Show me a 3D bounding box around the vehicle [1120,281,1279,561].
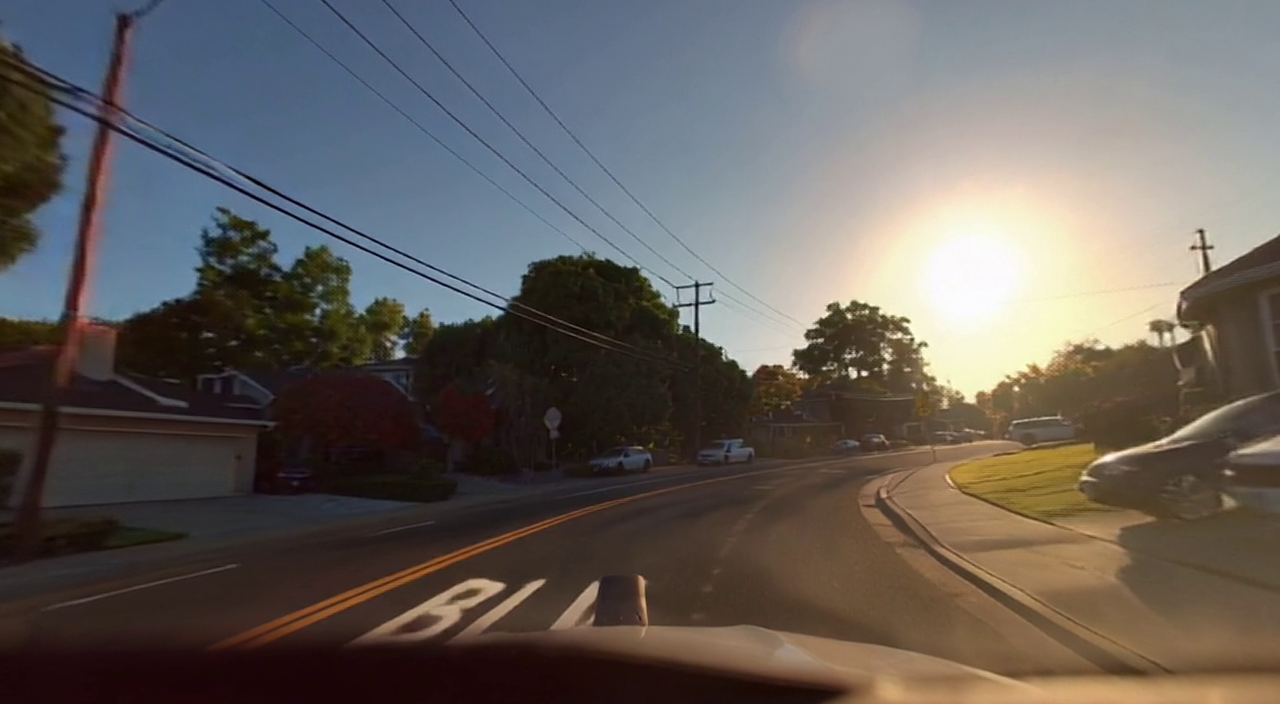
[{"bbox_3d":[7.262,0.554,4.951,5.011,2.014,2.056,-2,-9,11],"label":"vehicle"}]

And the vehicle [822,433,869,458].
[{"bbox_3d":[15.360,7.018,47.154,1.971,1.539,4.110,-7,-15,39],"label":"vehicle"}]

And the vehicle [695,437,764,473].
[{"bbox_3d":[4.991,5.750,34.822,2.056,1.726,4.463,-8,-14,31],"label":"vehicle"}]

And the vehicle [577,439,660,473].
[{"bbox_3d":[-1.293,5.883,35.995,2.155,1.802,4.758,8,-11,-42],"label":"vehicle"}]

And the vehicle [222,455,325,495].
[{"bbox_3d":[-15.141,5.044,26.121,3.697,1.489,1.842,-4,-9,26],"label":"vehicle"}]
